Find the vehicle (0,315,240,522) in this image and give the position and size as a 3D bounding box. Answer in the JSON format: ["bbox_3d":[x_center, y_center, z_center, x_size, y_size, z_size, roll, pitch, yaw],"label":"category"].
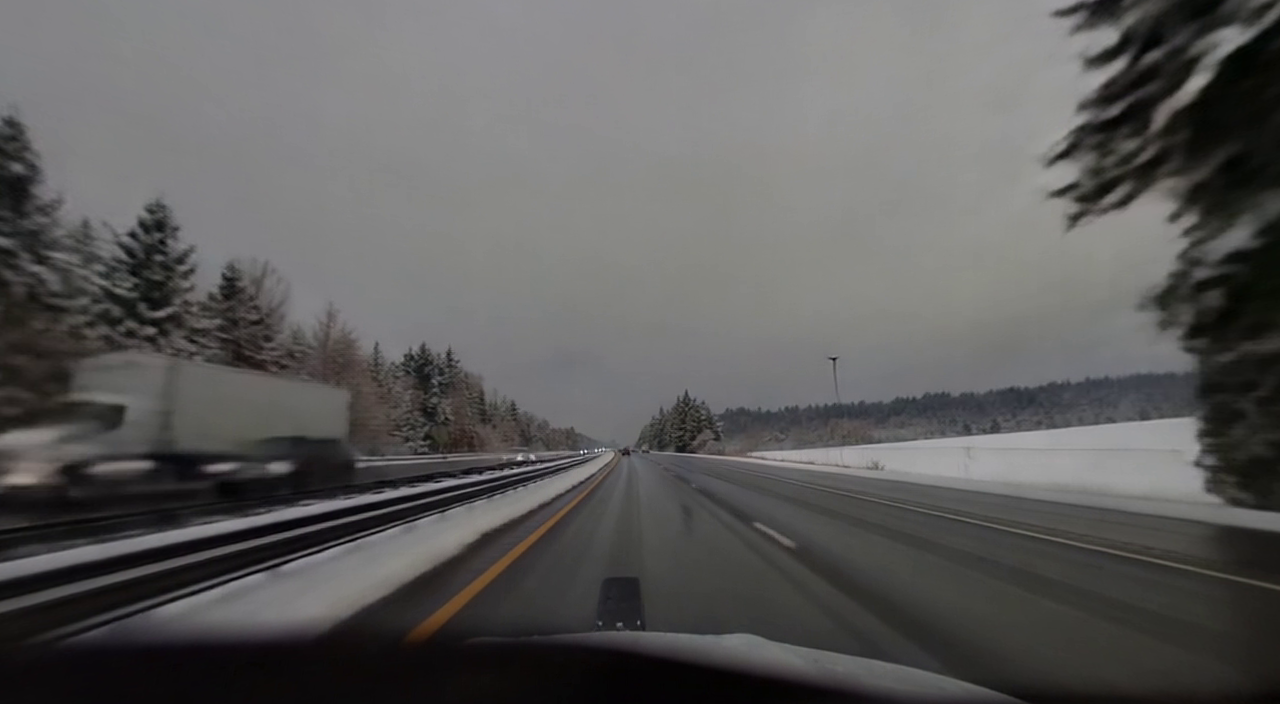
[{"bbox_3d":[-12.776,1.659,14.623,3.023,3.837,5.876,0,-9,-1],"label":"vehicle"}]

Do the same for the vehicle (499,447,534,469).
[{"bbox_3d":[-8.531,7.343,43.749,1.739,1.432,3.639,0,-9,-1],"label":"vehicle"}]

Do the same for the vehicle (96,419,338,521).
[{"bbox_3d":[-8.371,2.379,13.117,2.060,1.750,4.253,0,-9,0],"label":"vehicle"}]
